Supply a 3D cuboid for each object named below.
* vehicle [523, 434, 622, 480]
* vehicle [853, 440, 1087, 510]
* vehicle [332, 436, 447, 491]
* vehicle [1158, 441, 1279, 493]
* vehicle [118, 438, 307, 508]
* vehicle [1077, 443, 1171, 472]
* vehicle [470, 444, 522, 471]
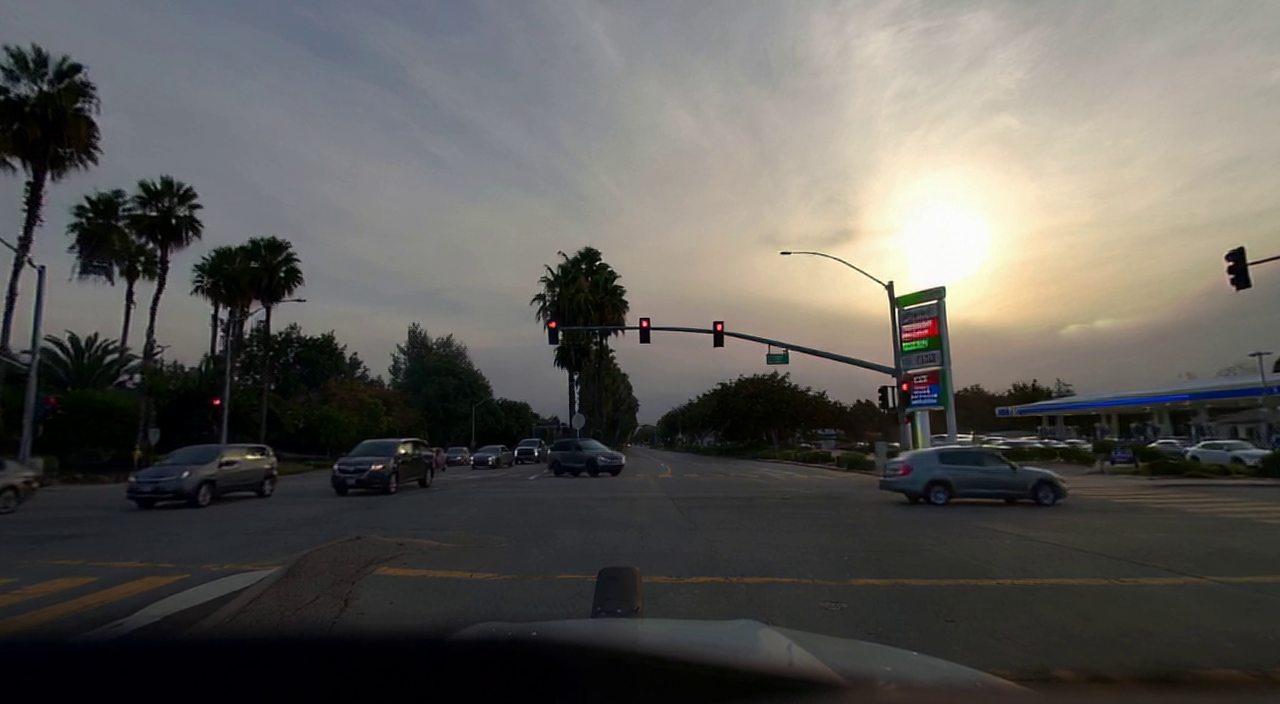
[{"bbox_3d":[-2.912,4.351,26.321,1.929,1.719,4.892,6,-11,-35],"label":"vehicle"},{"bbox_3d":[7.537,2.848,15.047,4.579,1.464,1.983,-3,-9,17],"label":"vehicle"},{"bbox_3d":[-8.463,3.802,21.873,2.124,1.701,4.551,0,-9,0],"label":"vehicle"},{"bbox_3d":[18.735,3.406,18.823,5.015,1.446,1.862,0,-9,-3],"label":"vehicle"},{"bbox_3d":[-11.838,3.361,18.039,1.973,1.712,4.872,0,-9,0],"label":"vehicle"},{"bbox_3d":[24.265,5.300,31.737,3.474,1.376,1.538,0,-9,-2],"label":"vehicle"},{"bbox_3d":[-8.763,6.444,38.776,2.034,1.510,4.647,0,-9,1],"label":"vehicle"}]
